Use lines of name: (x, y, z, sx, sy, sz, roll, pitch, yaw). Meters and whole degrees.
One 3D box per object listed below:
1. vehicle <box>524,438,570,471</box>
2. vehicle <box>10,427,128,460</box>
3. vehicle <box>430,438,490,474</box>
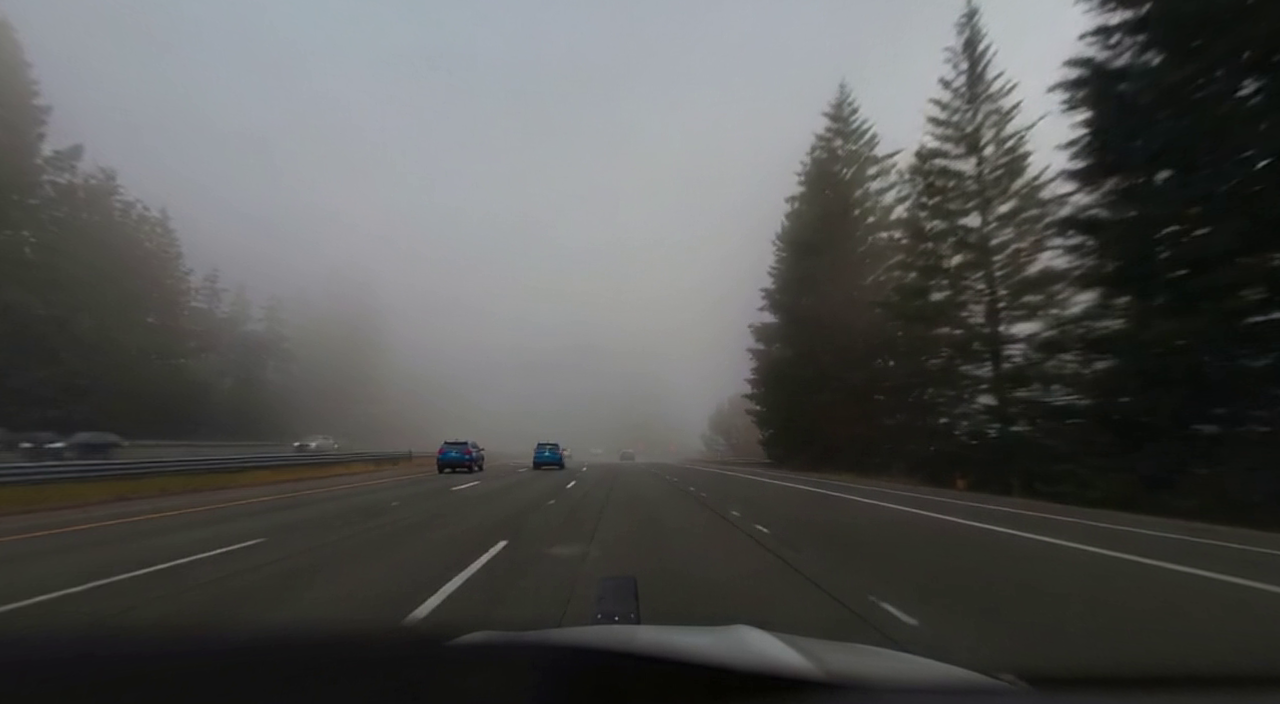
vehicle: (-5.272, 5.874, 36.256, 2.146, 1.766, 4.502, 0, -9, -3)
vehicle: (-30.047, 4.886, 33.487, 1.935, 1.624, 4.829, 0, -9, -3)
vehicle: (-9.277, 5.396, 32.934, 2.016, 1.711, 4.365, 0, -9, -3)
